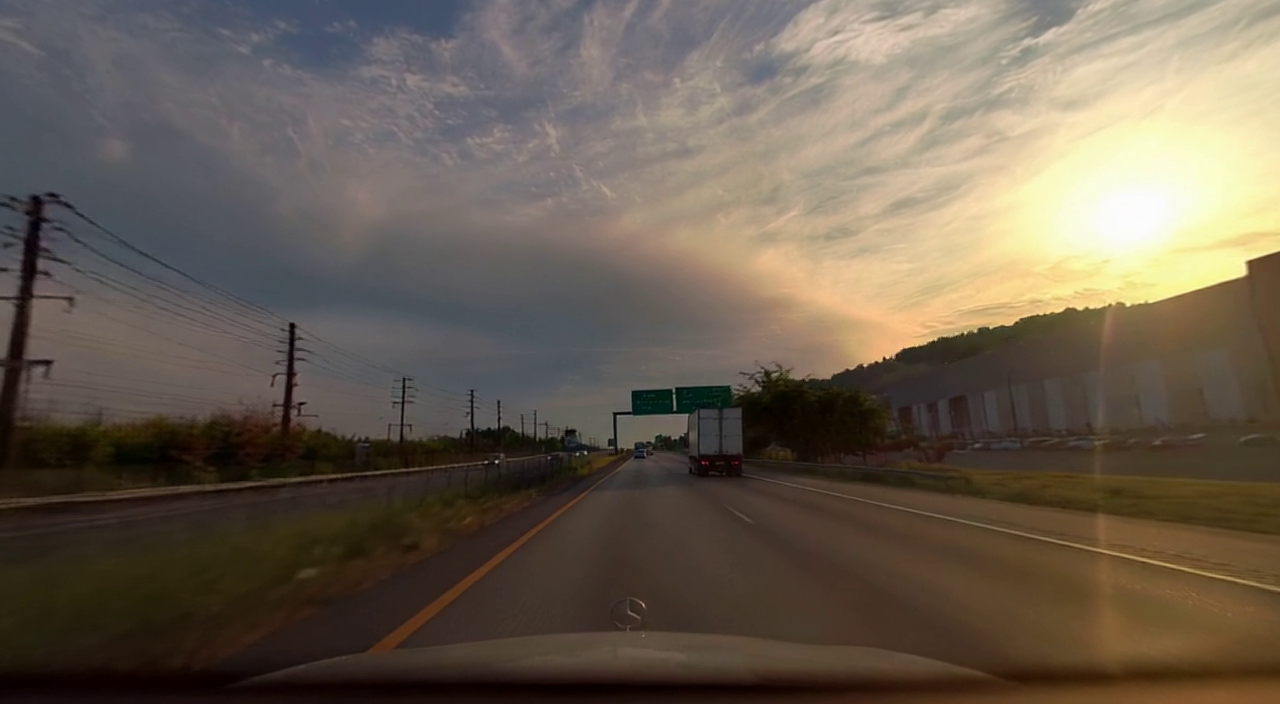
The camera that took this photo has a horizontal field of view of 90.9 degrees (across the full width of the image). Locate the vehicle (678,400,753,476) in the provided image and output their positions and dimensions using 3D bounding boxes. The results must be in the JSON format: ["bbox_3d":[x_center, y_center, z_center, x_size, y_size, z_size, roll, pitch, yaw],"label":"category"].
[{"bbox_3d":[4.423,5.636,40.624,3.038,4.047,13.741,0,-9,0],"label":"vehicle"}]
